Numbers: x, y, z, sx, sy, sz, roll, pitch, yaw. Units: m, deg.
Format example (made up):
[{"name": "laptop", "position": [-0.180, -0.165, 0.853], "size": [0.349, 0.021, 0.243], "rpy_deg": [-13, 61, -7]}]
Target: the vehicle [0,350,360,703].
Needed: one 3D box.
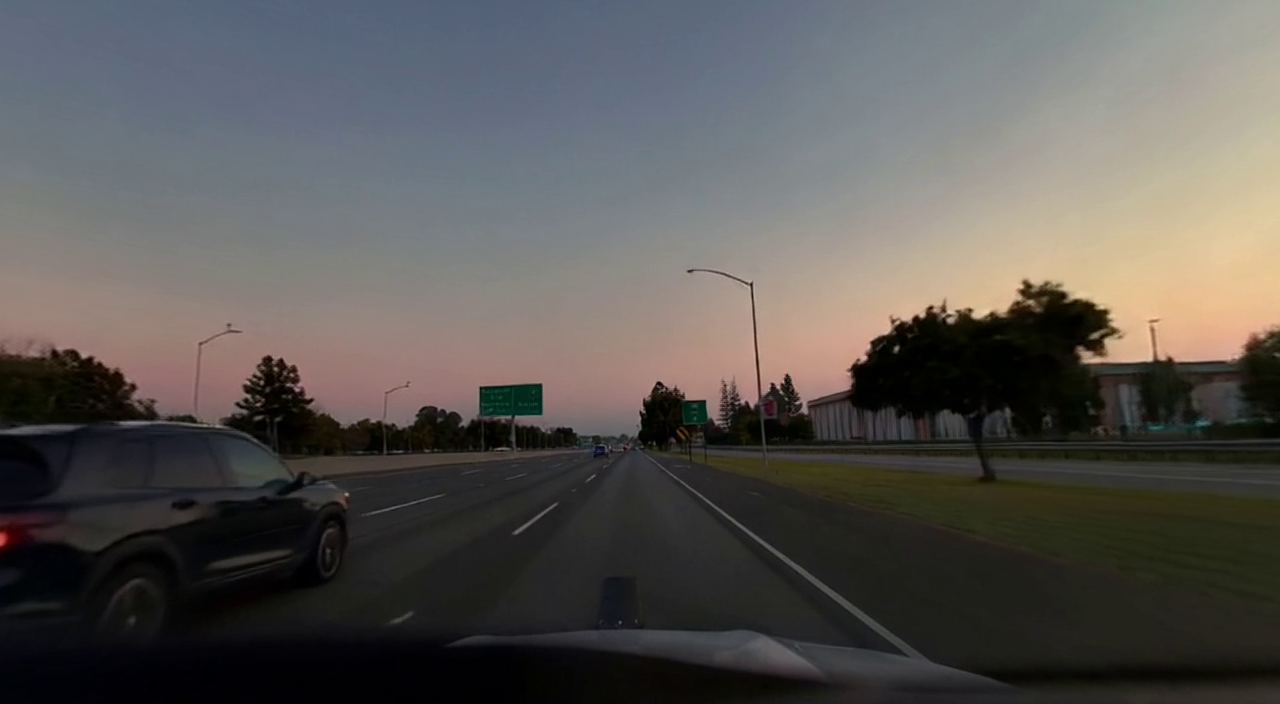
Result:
[{"name": "vehicle", "position": [-3.905, 1.059, 3.956], "size": [2.150, 1.761, 4.697], "rpy_deg": [0, -8, 0]}]
